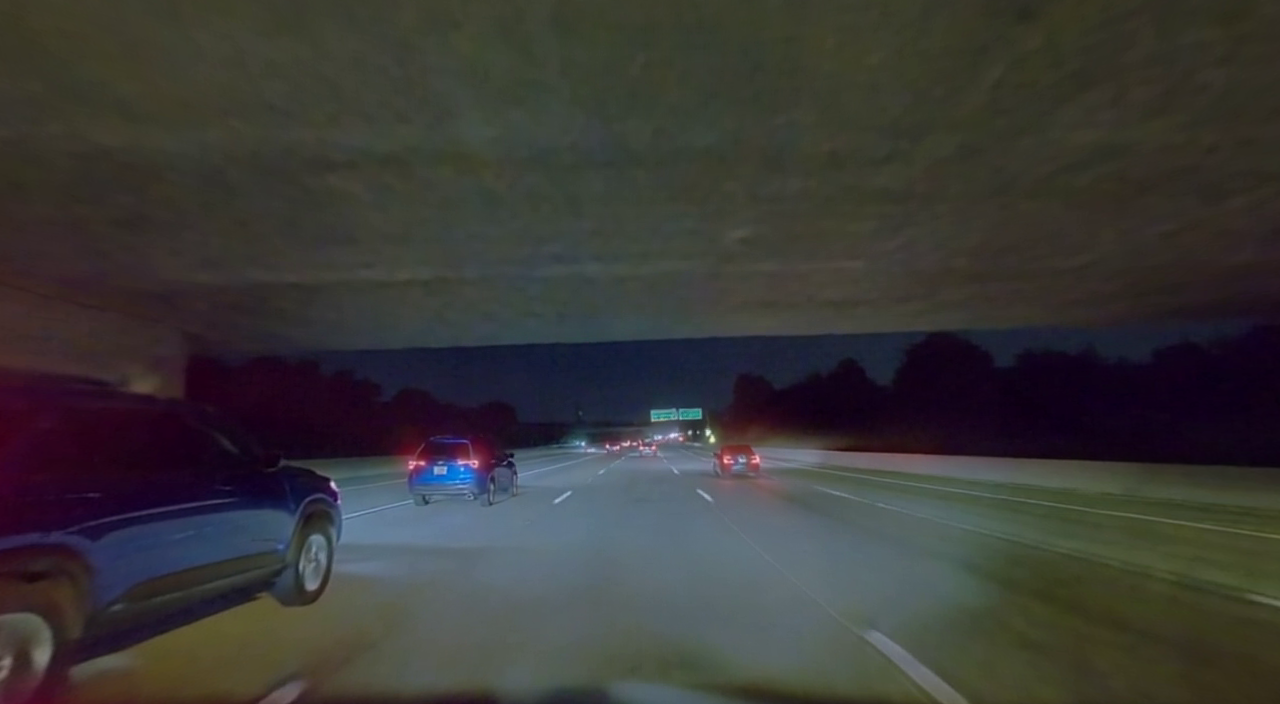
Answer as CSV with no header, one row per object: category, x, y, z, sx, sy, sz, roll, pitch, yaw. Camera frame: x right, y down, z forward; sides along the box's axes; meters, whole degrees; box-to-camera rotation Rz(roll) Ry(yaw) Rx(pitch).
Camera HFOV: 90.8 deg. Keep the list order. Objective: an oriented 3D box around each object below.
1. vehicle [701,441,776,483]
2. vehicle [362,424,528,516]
vehicle,3.619,4.117,24.042,2.083,1.453,4.307,0,-8,-1
vehicle,-3.915,2.447,13.582,2.193,1.641,4.077,0,-8,1
